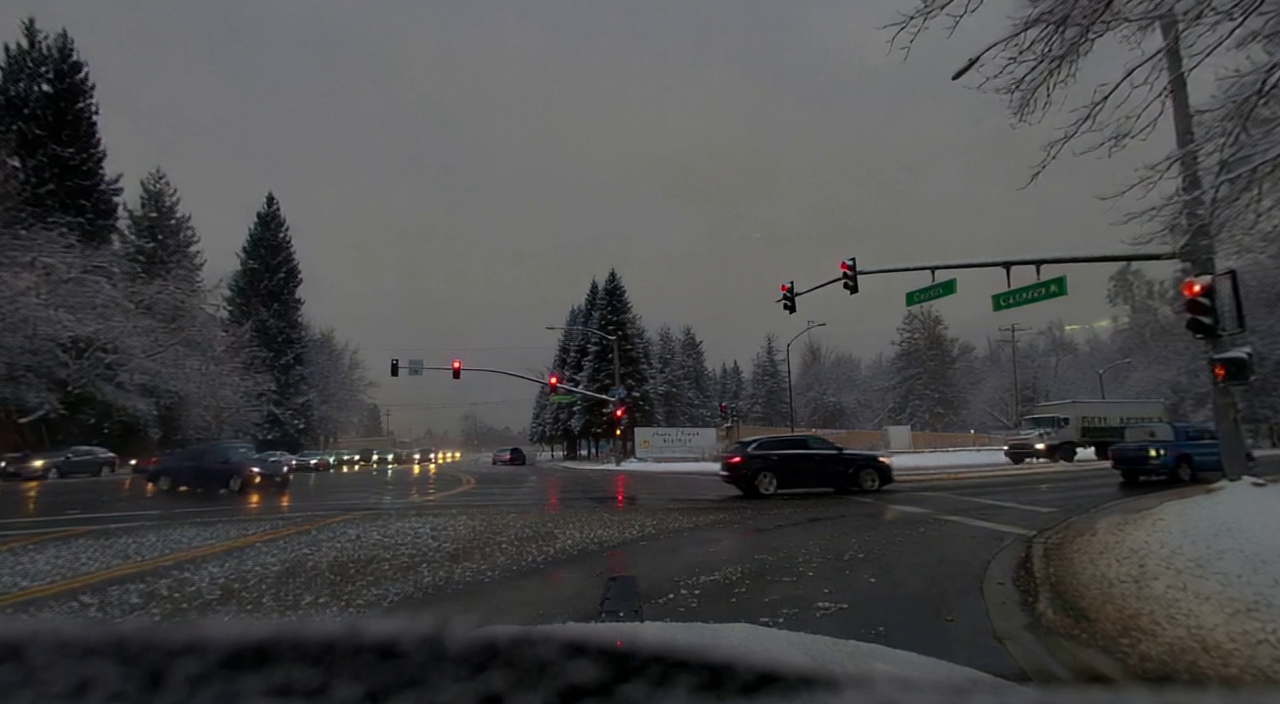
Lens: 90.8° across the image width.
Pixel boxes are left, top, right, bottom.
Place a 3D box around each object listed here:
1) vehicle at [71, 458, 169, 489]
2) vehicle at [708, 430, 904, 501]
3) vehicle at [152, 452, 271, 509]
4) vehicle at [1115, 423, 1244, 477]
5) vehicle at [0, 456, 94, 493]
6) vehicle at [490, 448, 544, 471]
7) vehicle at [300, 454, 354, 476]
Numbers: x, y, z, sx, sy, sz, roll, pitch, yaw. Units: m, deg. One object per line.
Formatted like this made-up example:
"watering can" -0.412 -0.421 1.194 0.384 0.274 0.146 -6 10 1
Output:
"vehicle" -28.379 6.622 34.692 1.965 1.448 4.553 1 -9 -8
"vehicle" 3.997 2.802 15.766 4.281 1.621 1.903 0 -9 -3
"vehicle" -13.185 3.827 19.305 4.728 1.471 1.957 -8 -12 43
"vehicle" 19.601 3.549 22.909 4.619 1.759 2.101 5 -10 -32
"vehicle" -31.188 6.260 32.652 2.142 1.723 4.692 1 -9 -9
"vehicle" -8.474 7.416 43.968 1.989 1.496 4.211 -3 -9 15
"vehicle" -22.515 8.140 45.671 1.999 1.468 4.702 1 -9 -8
